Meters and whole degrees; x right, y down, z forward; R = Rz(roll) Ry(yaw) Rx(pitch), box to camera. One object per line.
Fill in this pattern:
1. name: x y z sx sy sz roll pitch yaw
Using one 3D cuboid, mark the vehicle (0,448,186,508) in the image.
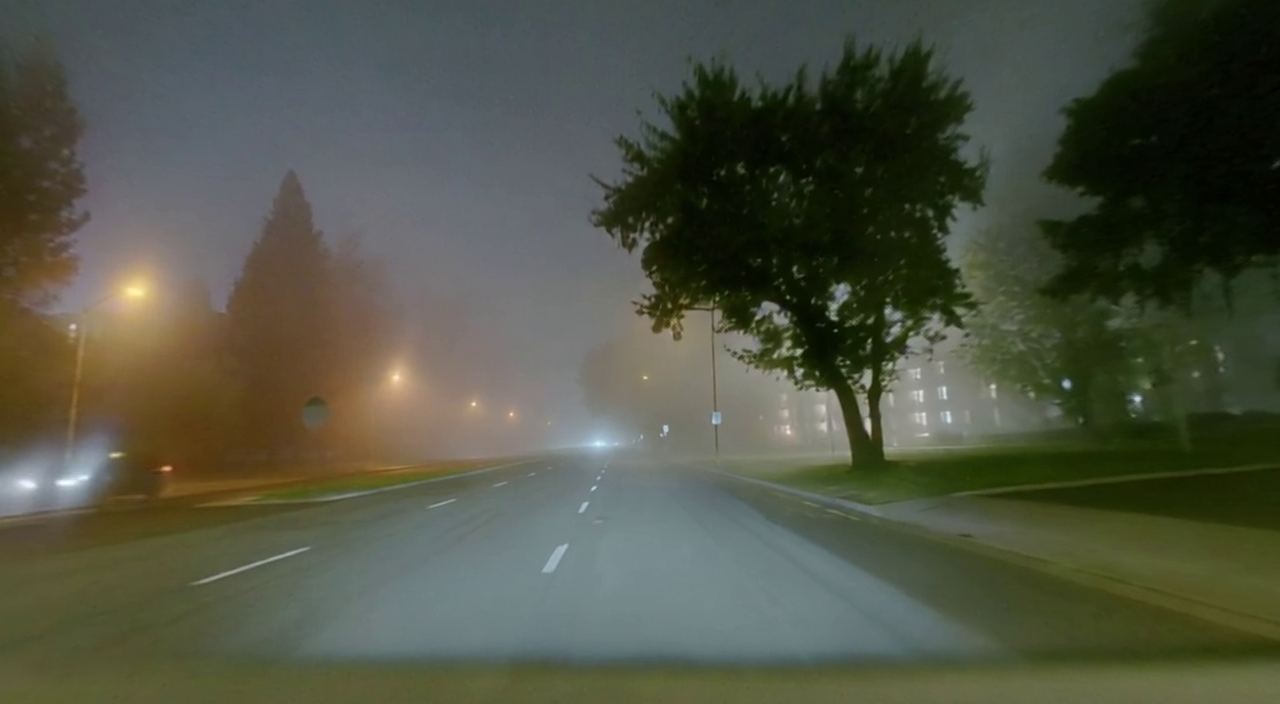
1. vehicle: -17.378 3.951 20.298 2.154 1.648 4.555 0 -8 -2
